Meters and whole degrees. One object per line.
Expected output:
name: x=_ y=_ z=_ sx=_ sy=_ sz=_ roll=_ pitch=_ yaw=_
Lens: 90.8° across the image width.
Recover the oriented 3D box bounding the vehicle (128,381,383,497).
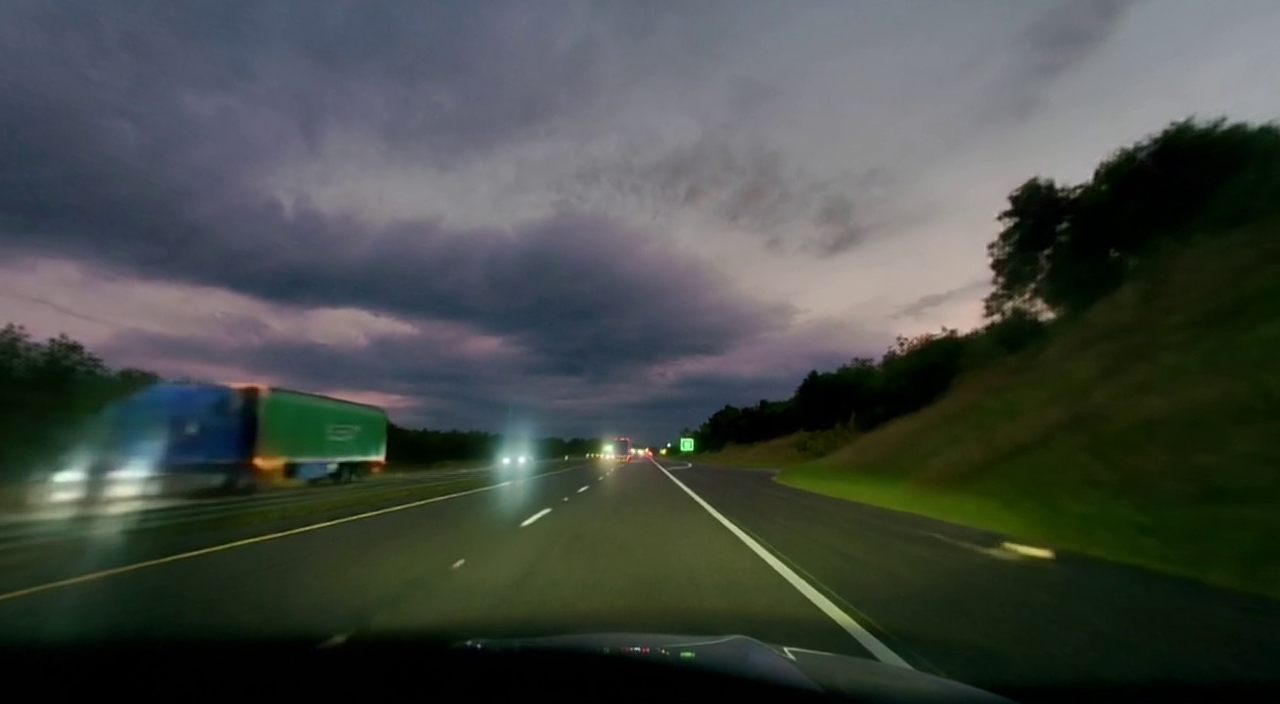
vehicle: x=-16.247 y=4.120 z=28.994 sx=3.011 sy=4.038 sz=13.732 roll=0 pitch=-9 yaw=0

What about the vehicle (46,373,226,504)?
vehicle: x=-16.306 y=2.834 z=20.697 sx=3.104 sy=3.970 sz=2.917 roll=0 pitch=-9 yaw=1
